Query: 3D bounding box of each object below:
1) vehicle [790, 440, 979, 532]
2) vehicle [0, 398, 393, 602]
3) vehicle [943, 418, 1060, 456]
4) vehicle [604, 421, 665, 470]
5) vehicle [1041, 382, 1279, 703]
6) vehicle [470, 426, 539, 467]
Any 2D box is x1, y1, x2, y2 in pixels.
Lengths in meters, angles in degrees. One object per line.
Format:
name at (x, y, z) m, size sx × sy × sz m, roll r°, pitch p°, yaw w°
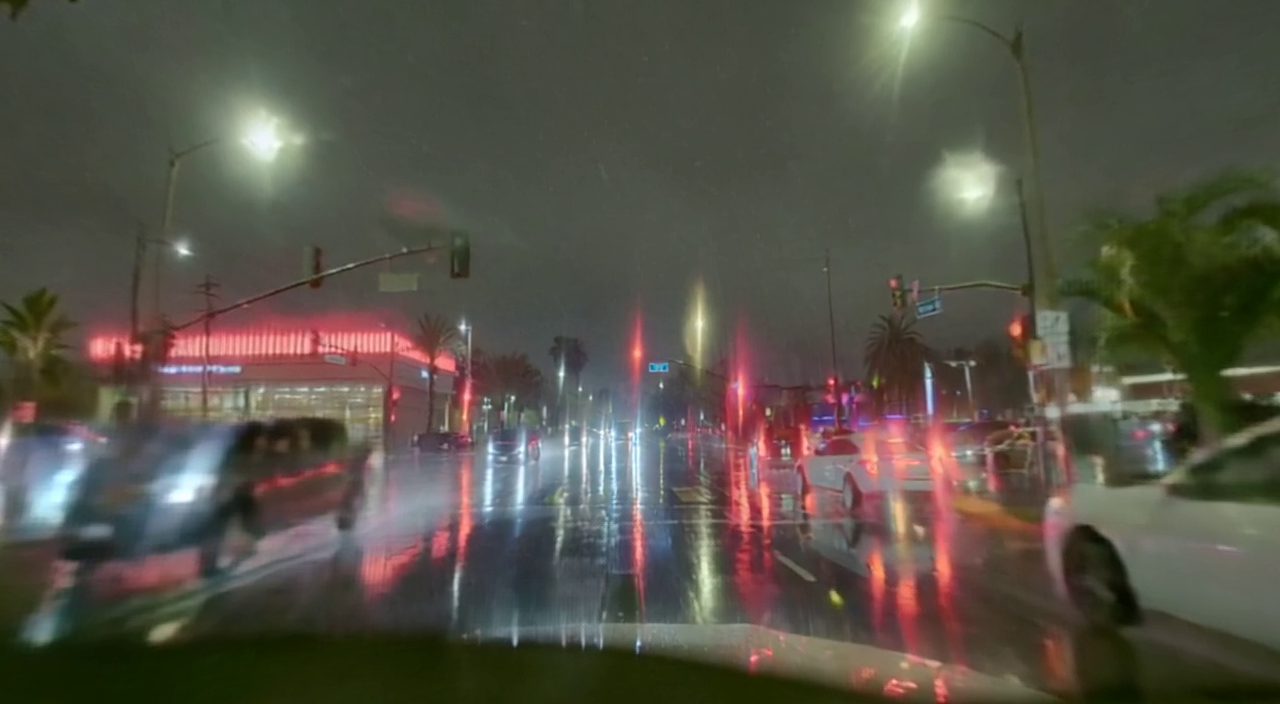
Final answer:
vehicle at (4.488, 2.509, 12.544) m, size 1.963 × 1.449 × 4.653 m, roll 0°, pitch -8°, yaw 1°
vehicle at (-5.322, 1.693, 8.206) m, size 2.324 × 1.808 × 4.946 m, roll 0°, pitch -8°, yaw -1°
vehicle at (17.030, 4.040, 29.932) m, size 4.304 × 1.685 × 1.947 m, roll 0°, pitch -8°, yaw 1°
vehicle at (-0.253, 3.833, 25.962) m, size 2.264 × 1.798 × 4.531 m, roll 0°, pitch -8°, yaw -1°
vehicle at (4.405, 0.980, 3.079) m, size 2.070 × 1.711 × 4.480 m, roll -1°, pitch -8°, yaw 3°
vehicle at (-5.954, 4.230, 28.318) m, size 2.040 × 1.670 × 4.508 m, roll 0°, pitch -8°, yaw 0°
